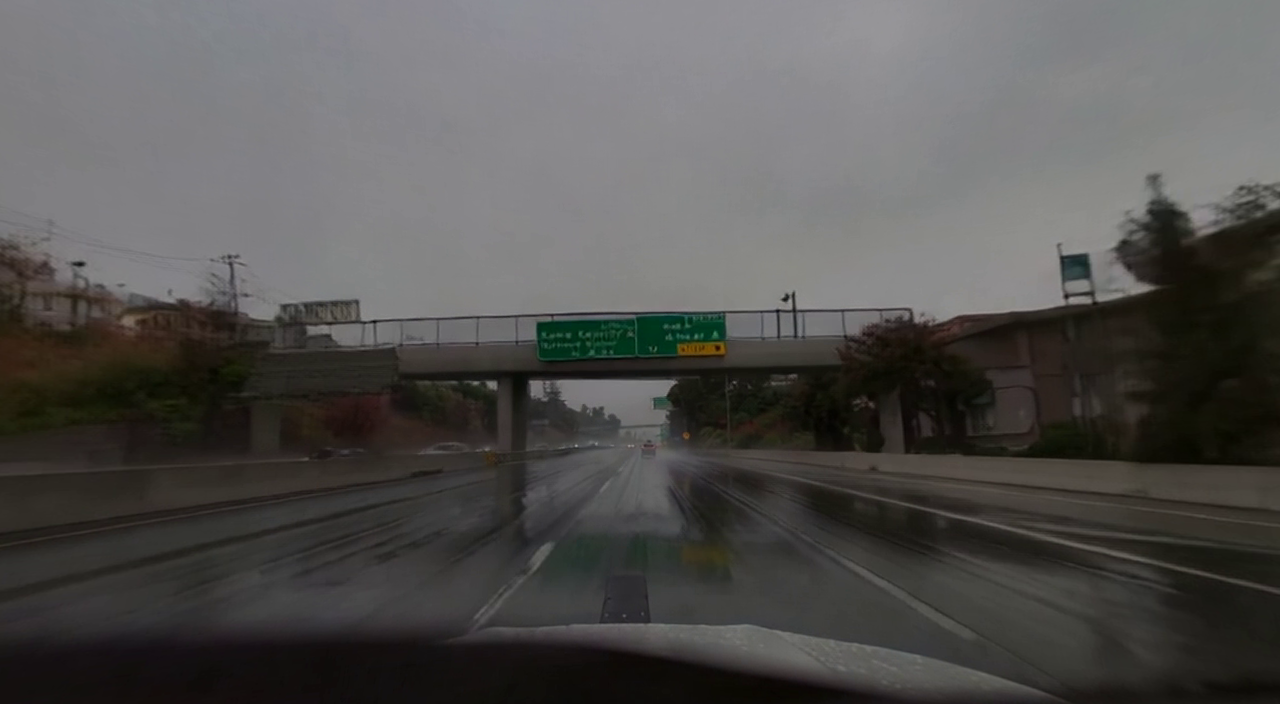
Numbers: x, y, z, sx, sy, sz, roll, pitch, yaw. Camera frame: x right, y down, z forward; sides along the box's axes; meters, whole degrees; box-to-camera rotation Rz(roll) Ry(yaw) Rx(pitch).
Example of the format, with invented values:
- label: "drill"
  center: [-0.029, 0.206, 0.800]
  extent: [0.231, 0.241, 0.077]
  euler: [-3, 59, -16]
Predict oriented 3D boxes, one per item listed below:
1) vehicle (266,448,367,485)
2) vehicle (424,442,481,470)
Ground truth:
- label: "vehicle"
  center: [-14.407, 5.092, 28.388]
  extent: [2.140, 1.457, 4.305]
  euler: [0, -8, 2]
- label: "vehicle"
  center: [-10.713, 5.966, 36.405]
  extent: [1.926, 1.534, 4.371]
  euler: [0, -8, 0]
